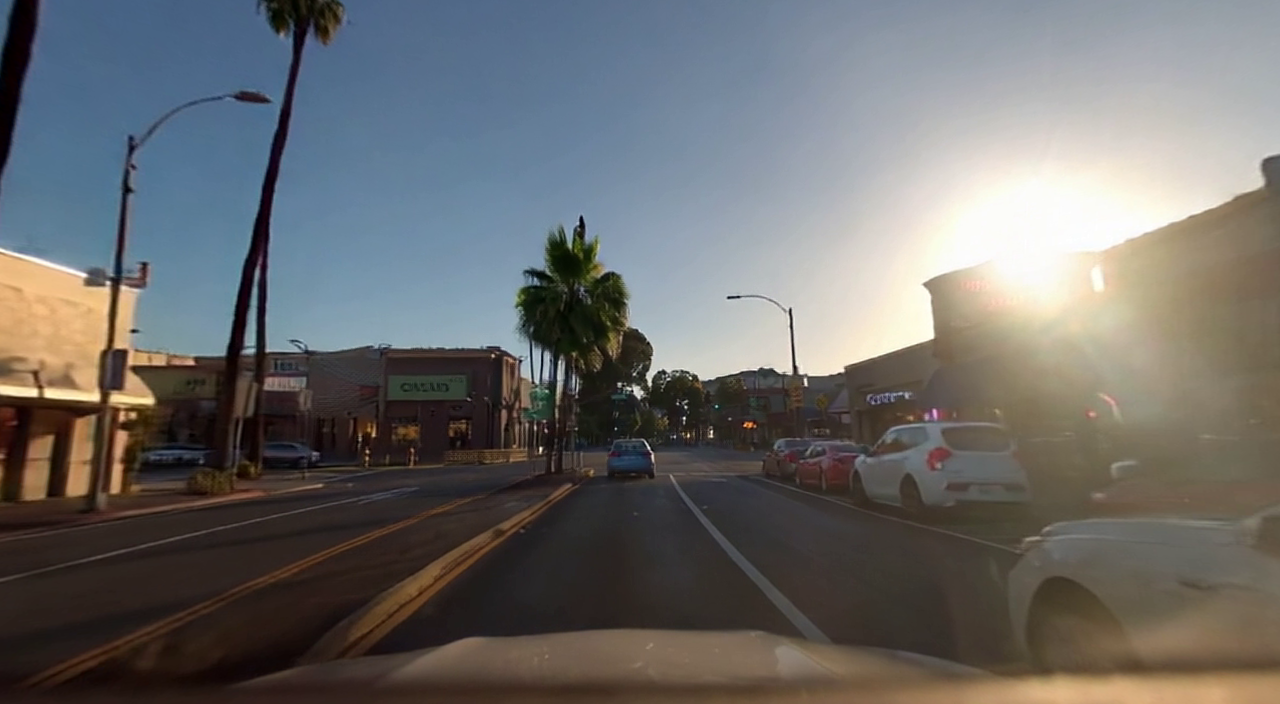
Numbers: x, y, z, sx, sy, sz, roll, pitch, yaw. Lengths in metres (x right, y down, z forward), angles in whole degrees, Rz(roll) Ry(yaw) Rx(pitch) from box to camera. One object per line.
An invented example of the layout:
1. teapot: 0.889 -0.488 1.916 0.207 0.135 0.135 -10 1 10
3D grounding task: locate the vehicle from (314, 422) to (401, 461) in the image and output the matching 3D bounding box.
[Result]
1. vehicle: -20.913 6.673 47.041 2.198 2.684 5.751 -4 -9 25

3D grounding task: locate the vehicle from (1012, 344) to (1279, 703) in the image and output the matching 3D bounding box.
1. vehicle: 3.093 0.690 1.297 1.983 1.654 4.354 0 -8 0

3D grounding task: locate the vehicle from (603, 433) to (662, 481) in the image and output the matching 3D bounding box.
1. vehicle: -0.302 4.013 24.377 2.063 1.664 4.471 0 -8 -1

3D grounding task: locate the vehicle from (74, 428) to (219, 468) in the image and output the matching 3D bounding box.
1. vehicle: -32.639 6.365 42.173 2.562 2.387 6.989 -4 -9 29

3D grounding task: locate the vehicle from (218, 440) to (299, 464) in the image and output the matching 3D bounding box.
1. vehicle: -29.145 7.625 48.397 1.863 1.733 4.974 -5 -9 26
